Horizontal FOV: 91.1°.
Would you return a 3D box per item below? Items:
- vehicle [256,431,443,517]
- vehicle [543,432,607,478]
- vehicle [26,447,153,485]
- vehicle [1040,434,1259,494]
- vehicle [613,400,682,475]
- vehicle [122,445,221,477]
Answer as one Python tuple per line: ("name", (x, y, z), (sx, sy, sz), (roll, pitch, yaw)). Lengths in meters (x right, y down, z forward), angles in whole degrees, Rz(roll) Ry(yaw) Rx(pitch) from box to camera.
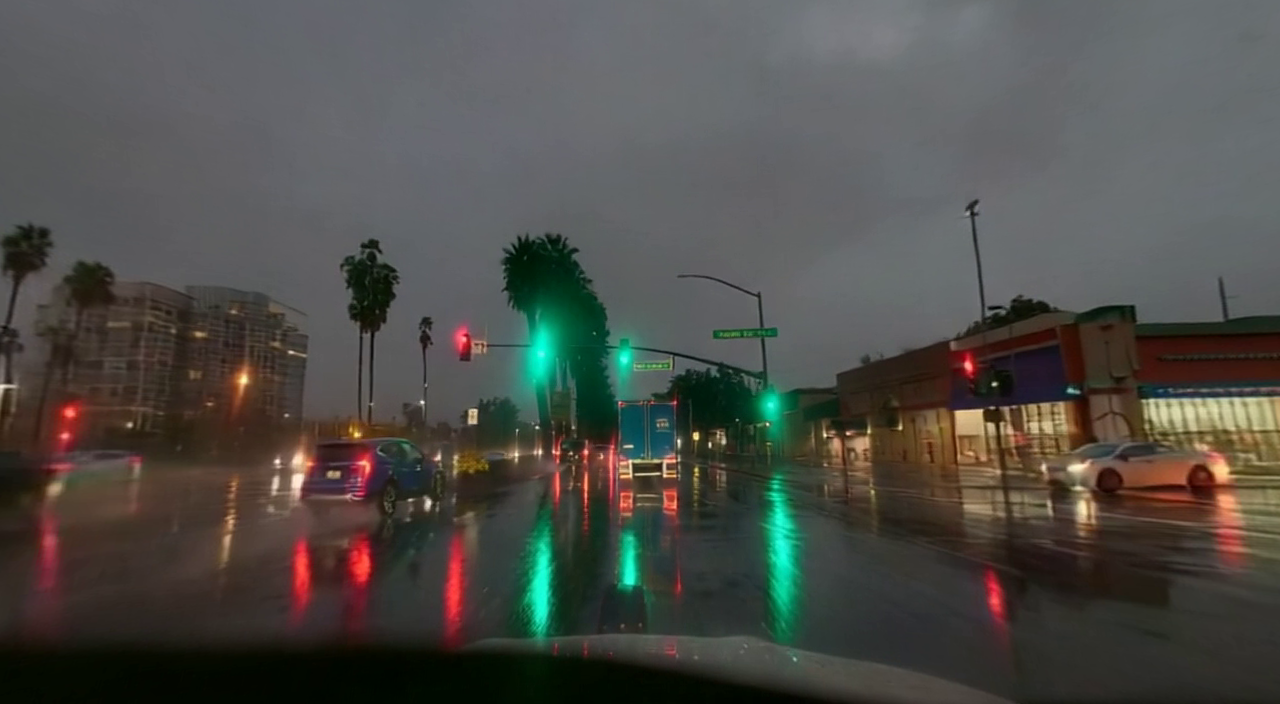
("vehicle", (-6.373, 2.722, 14.538), (2.045, 1.630, 4.680), (0, -9, 0))
("vehicle", (-2.785, 4.550, 27.989), (2.178, 1.826, 4.933), (0, -9, 2))
("vehicle", (-24.717, 5.102, 28.442), (1.897, 1.606, 4.160), (0, -9, 1))
("vehicle", (14.671, 3.272, 18.310), (4.568, 1.485, 1.936), (-2, -11, 0))
("vehicle", (0.352, 4.246, 30.890), (2.993, 3.235, 6.692), (0, -9, 1))
("vehicle", (-27.849, 6.480, 37.569), (2.006, 1.791, 4.944), (0, -9, 1))
